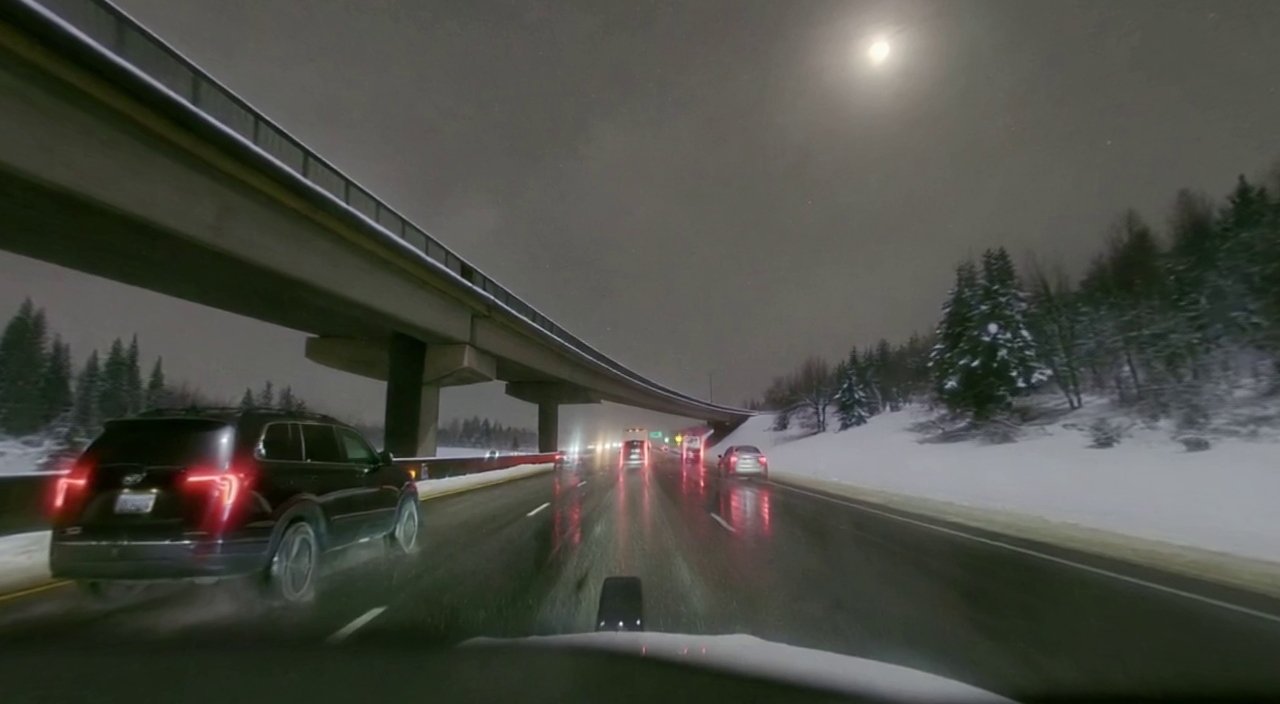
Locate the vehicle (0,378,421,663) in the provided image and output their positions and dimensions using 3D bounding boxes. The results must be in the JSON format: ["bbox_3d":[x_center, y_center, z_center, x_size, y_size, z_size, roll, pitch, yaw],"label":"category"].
[{"bbox_3d":[-4.060,1.376,6.229,2.089,1.751,4.515,0,-9,1],"label":"vehicle"}]

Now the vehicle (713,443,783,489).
[{"bbox_3d":[3.909,4.170,23.414,1.959,1.554,3.795,0,-9,0],"label":"vehicle"}]

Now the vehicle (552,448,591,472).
[{"bbox_3d":[-4.432,7.047,41.323,1.994,1.475,4.171,0,-9,1],"label":"vehicle"}]

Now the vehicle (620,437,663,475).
[{"bbox_3d":[0.062,5.635,34.258,2.155,1.909,4.529,0,-9,0],"label":"vehicle"}]
